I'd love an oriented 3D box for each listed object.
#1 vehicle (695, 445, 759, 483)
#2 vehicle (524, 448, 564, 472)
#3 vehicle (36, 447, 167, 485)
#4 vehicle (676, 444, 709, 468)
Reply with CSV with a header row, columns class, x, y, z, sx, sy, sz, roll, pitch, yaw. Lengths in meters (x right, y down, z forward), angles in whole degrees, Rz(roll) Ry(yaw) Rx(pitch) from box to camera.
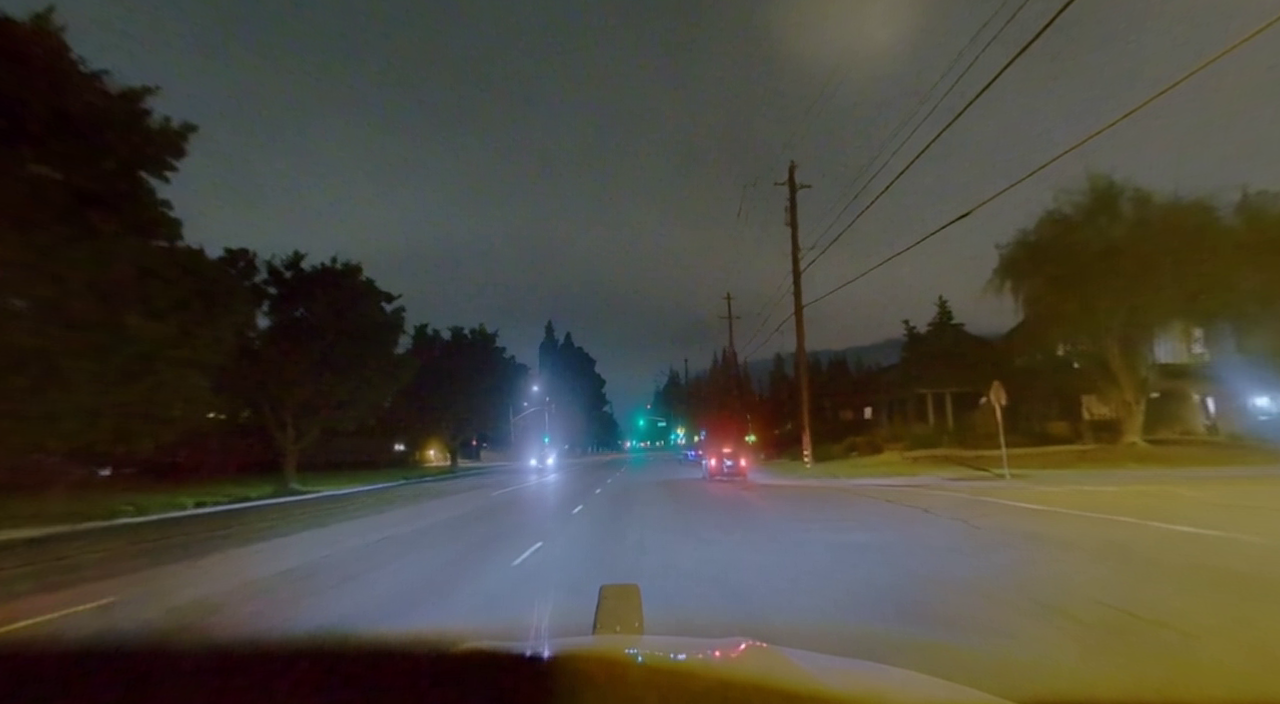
class,x,y,z,sx,sy,sz,roll,pitch,yaw
vehicle,3.736,4.885,27.940,2.031,1.500,4.590,-1,-8,-1
vehicle,-6.501,7.322,43.189,2.049,1.494,4.226,-1,-8,0
vehicle,-28.639,6.054,33.725,4.750,1.845,2.382,-1,-8,-1
vehicle,3.977,7.986,48.707,2.020,1.690,4.621,-1,-9,-1
